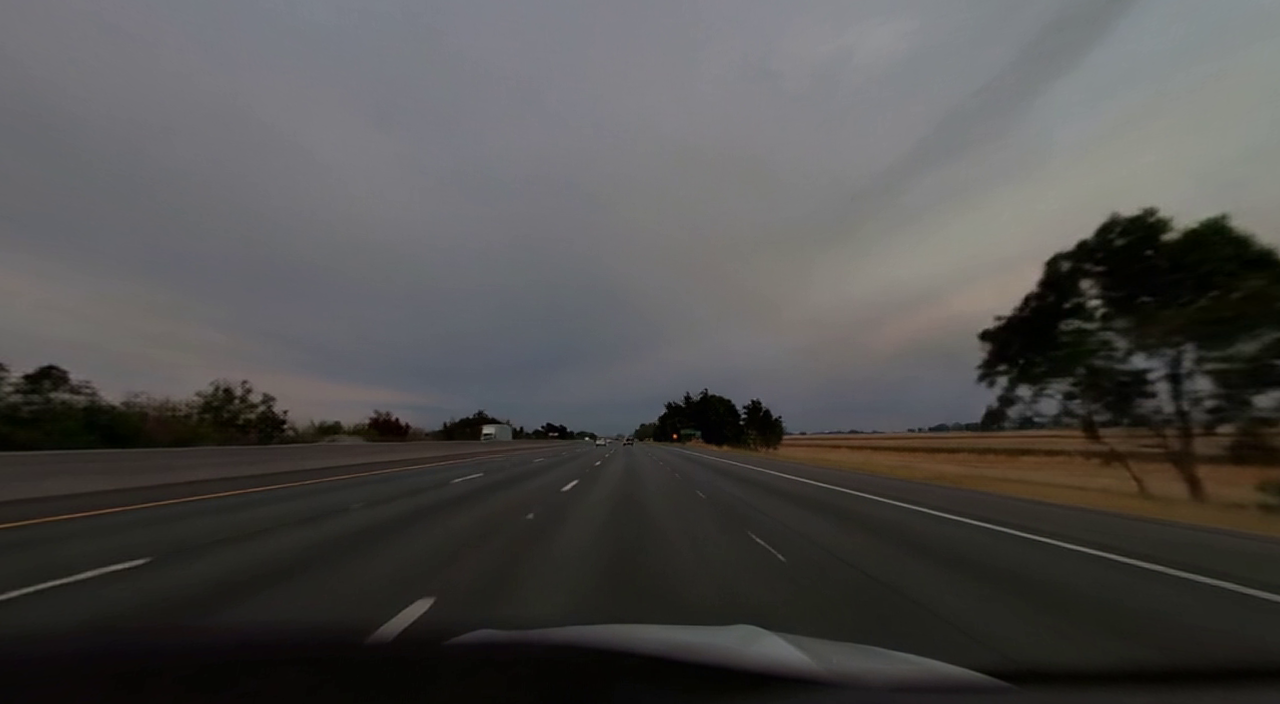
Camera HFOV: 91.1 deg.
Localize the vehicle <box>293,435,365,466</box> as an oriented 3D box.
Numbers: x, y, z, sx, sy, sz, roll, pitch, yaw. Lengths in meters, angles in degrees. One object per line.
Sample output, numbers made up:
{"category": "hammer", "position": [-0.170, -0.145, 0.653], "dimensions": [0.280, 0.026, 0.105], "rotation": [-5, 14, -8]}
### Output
{"category": "vehicle", "position": [-16.380, 5.180, 33.332], "dimensions": [1.902, 1.512, 4.009], "rotation": [0, -8, -2]}
